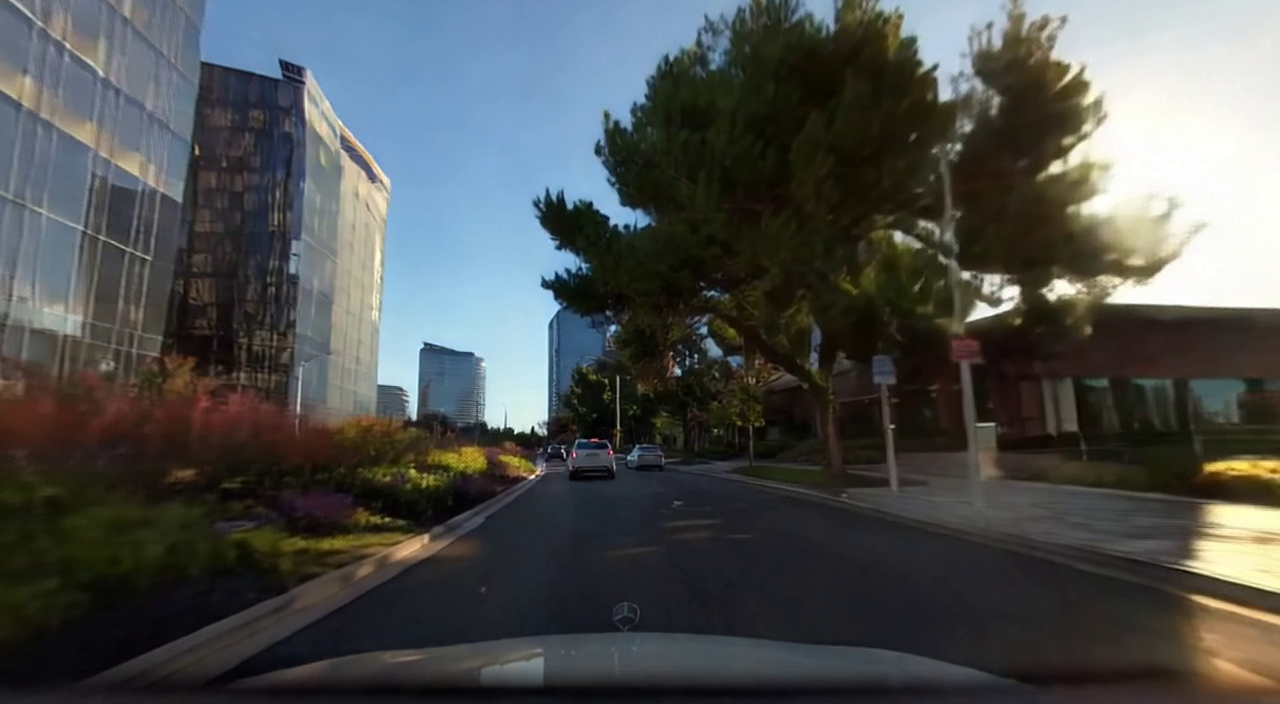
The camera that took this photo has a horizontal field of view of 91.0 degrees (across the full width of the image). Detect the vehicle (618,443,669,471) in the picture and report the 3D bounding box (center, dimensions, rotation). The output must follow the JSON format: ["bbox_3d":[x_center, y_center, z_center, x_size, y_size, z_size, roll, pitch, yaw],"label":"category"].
[{"bbox_3d":[0.144,6.037,36.309,2.116,1.506,4.355,2,-9,-11],"label":"vehicle"}]

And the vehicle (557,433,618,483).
[{"bbox_3d":[-2.086,4.152,24.870,2.173,1.761,4.374,1,-9,-5],"label":"vehicle"}]
